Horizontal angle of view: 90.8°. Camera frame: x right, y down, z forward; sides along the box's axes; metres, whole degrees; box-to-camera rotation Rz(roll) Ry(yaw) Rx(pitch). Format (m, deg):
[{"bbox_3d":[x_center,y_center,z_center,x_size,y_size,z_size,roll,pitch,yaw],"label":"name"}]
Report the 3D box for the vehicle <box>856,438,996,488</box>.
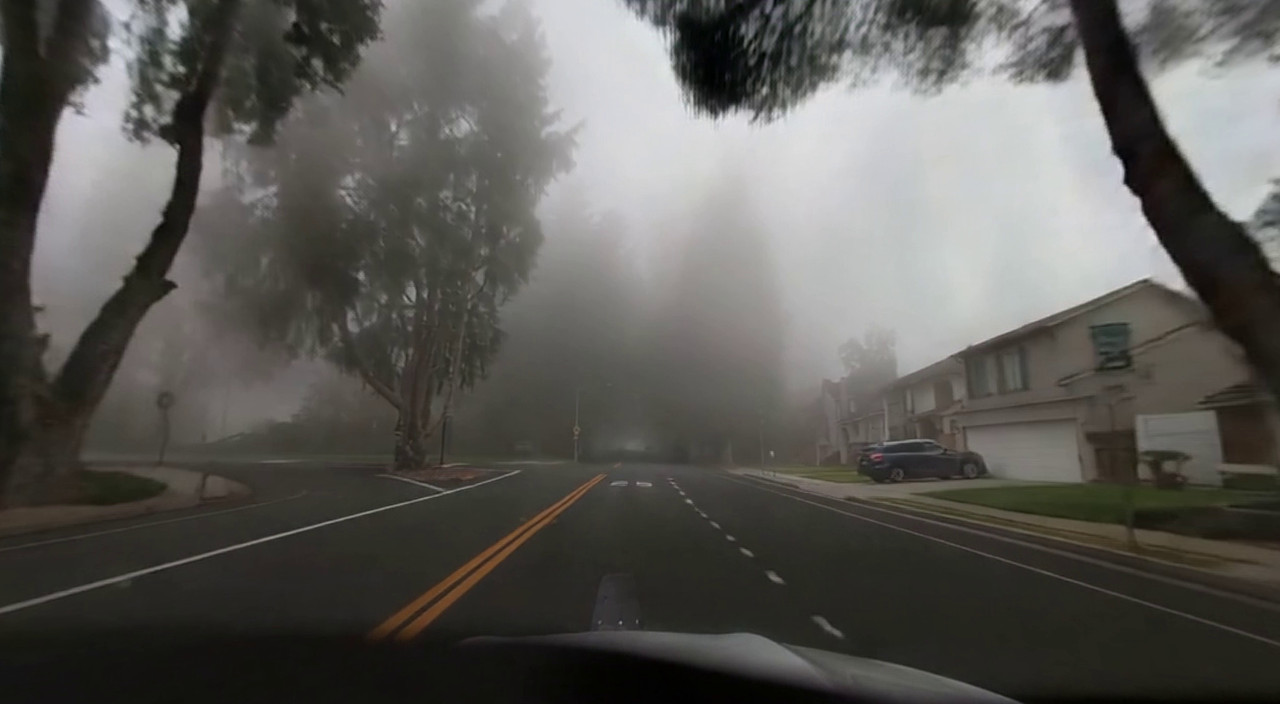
[{"bbox_3d":[10.962,4.260,24.493,4.453,1.590,1.861,-3,-6,2],"label":"vehicle"}]
